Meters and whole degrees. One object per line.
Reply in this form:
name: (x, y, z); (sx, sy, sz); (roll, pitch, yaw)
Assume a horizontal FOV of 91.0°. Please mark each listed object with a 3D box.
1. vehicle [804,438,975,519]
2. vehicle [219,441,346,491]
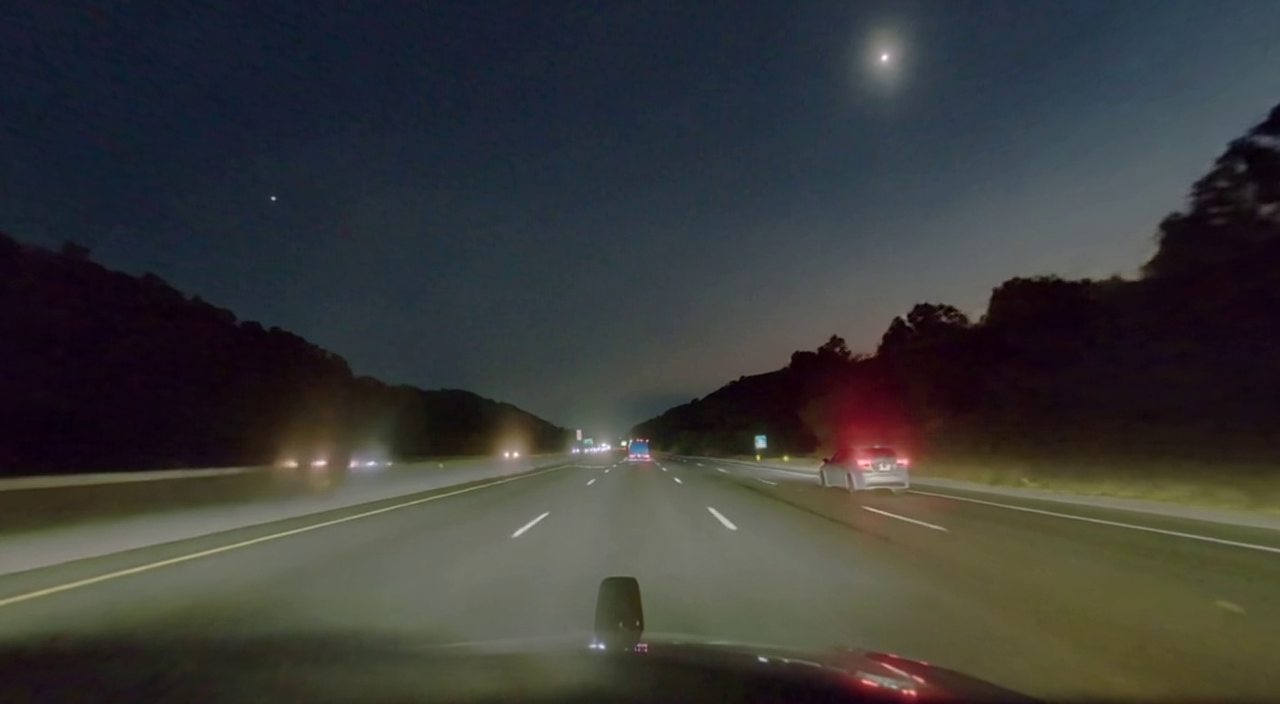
vehicle: (5.223, 2.691, 13.941); (1.976, 1.495, 4.217); (0, -9, -1)
vehicle: (-14.419, 4.613, 25.844); (2.240, 1.833, 5.015); (0, -9, 0)
